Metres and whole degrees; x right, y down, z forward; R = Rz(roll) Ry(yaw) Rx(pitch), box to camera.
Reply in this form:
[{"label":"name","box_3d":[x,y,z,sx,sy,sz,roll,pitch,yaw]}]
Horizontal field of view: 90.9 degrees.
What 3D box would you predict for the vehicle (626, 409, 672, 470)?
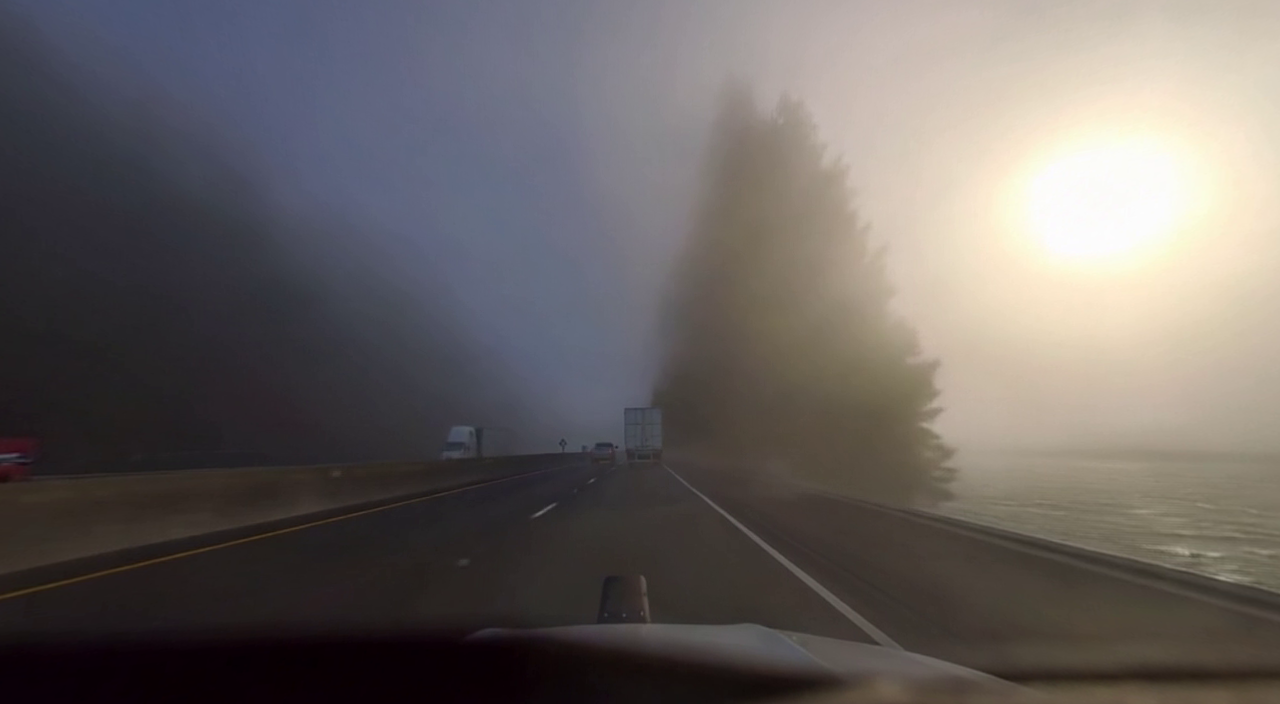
[{"label":"vehicle","box_3d":[0.530,6.565,46.646,3.024,3.965,10.399,0,-9,-1]}]
